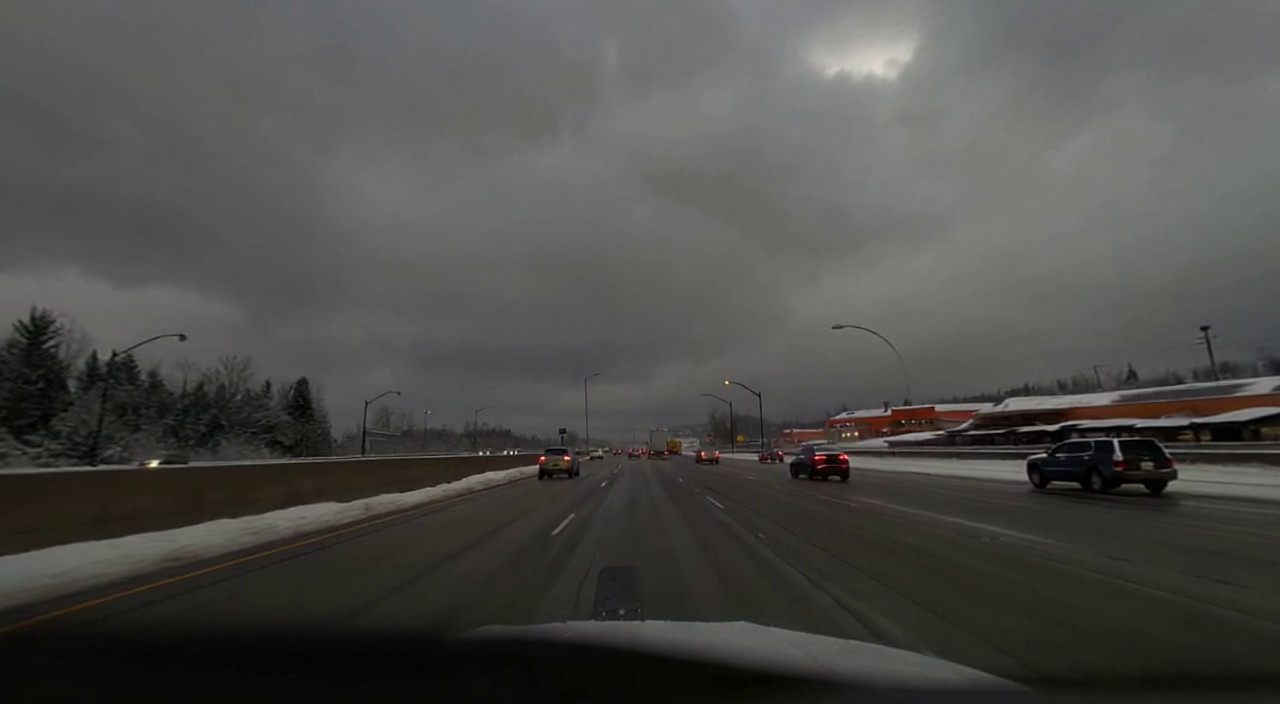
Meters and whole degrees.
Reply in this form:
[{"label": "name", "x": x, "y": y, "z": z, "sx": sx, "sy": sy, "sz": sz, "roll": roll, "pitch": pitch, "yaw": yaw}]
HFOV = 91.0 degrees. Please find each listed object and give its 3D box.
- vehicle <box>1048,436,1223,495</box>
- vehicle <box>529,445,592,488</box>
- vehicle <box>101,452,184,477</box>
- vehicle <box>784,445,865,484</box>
[{"label": "vehicle", "x": 16.649, "y": 3.805, "z": 21.529, "sx": 2.201, "sy": 1.785, "sz": 4.399, "roll": 1, "pitch": -9, "yaw": -3}, {"label": "vehicle", "x": -2.999, "y": 4.415, "z": 24.581, "sx": 1.929, "sy": 1.521, "sz": 4.097, "roll": 0, "pitch": -9, "yaw": 0}, {"label": "vehicle", "x": -35.608, "y": 8.027, "z": 45.231, "sx": 1.960, "sy": 1.618, "sz": 4.852, "roll": 0, "pitch": -9, "yaw": 1}, {"label": "vehicle", "x": 7.682, "y": 4.700, "z": 26.675, "sx": 1.980, "sy": 1.501, "sz": 4.433, "roll": 0, "pitch": -9, "yaw": -2}]
